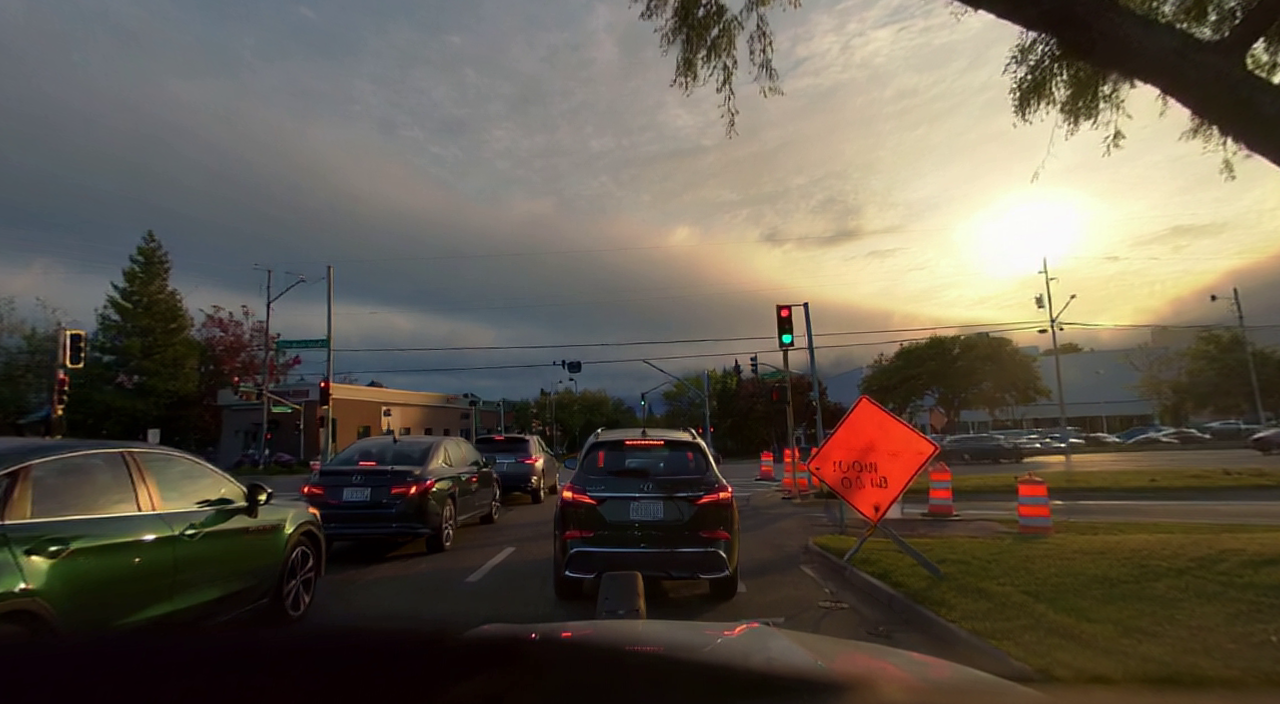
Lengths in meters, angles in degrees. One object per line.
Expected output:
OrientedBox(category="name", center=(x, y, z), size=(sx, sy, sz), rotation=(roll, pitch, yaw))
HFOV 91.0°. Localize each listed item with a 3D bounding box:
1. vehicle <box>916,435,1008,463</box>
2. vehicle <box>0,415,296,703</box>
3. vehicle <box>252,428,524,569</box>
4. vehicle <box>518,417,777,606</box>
OrientedBox(category="vehicle", center=(20.745, 6.281, 40.706), size=(4.827, 1.729, 1.986), rotation=(0, -9, 1))
OrientedBox(category="vehicle", center=(-3.584, 0.945, 2.147), size=(2.064, 1.497, 4.722), rotation=(0, -9, 1))
OrientedBox(category="vehicle", center=(-3.276, 1.996, 9.451), size=(1.989, 1.541, 4.626), rotation=(0, -9, 2))
OrientedBox(category="vehicle", center=(0.105, 1.623, 7.212), size=(2.167, 1.560, 3.676), rotation=(0, -9, 1))
